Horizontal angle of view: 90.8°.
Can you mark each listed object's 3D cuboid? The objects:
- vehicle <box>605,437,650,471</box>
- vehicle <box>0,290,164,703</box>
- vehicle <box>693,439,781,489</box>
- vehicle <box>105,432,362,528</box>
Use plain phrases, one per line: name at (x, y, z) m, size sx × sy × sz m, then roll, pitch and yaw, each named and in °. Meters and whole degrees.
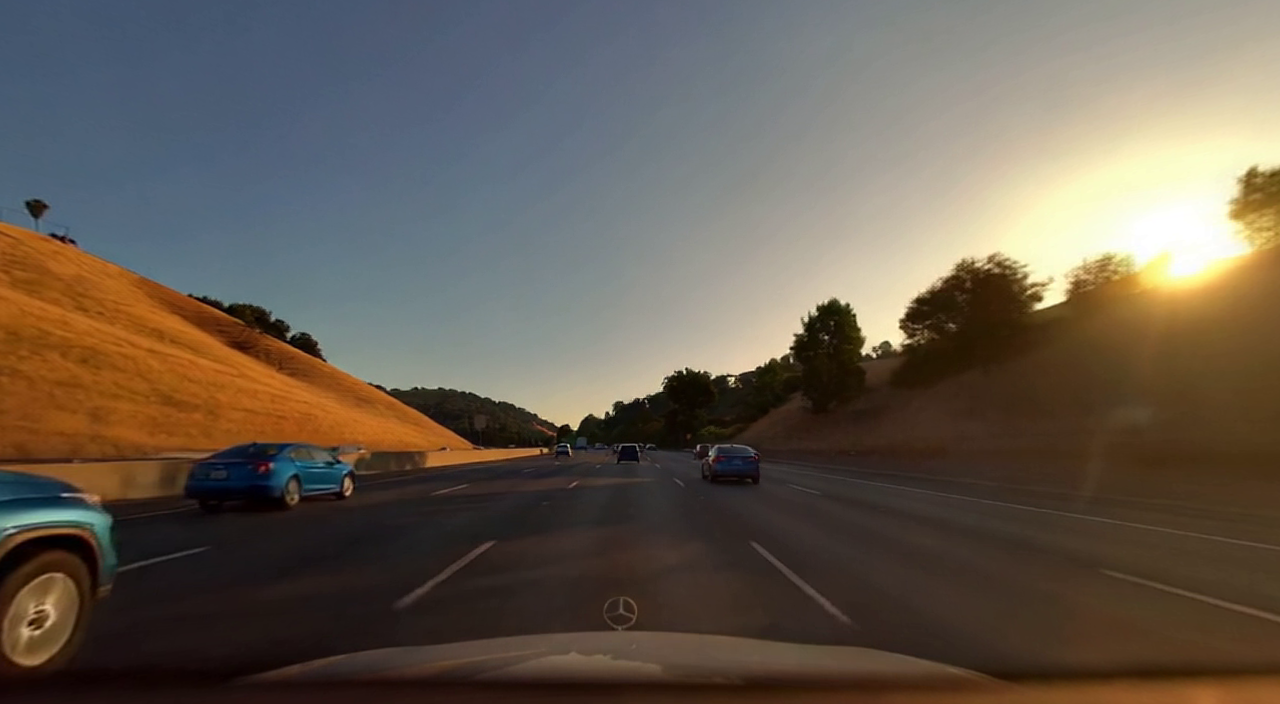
vehicle at (-0.667, 5.477, 34.066) m, size 2.277 × 1.675 × 4.023 m, roll 0°, pitch -8°, yaw -1°
vehicle at (-3.792, 0.426, 0.513) m, size 2.379 × 1.948 × 5.668 m, roll 0°, pitch -8°, yaw 0°
vehicle at (3.157, 3.773, 21.645) m, size 2.120 × 1.492 × 4.734 m, roll 0°, pitch -8°, yaw -1°
vehicle at (-7.572, 2.408, 12.552) m, size 1.922 × 1.508 × 4.816 m, roll 0°, pitch -8°, yaw 0°
